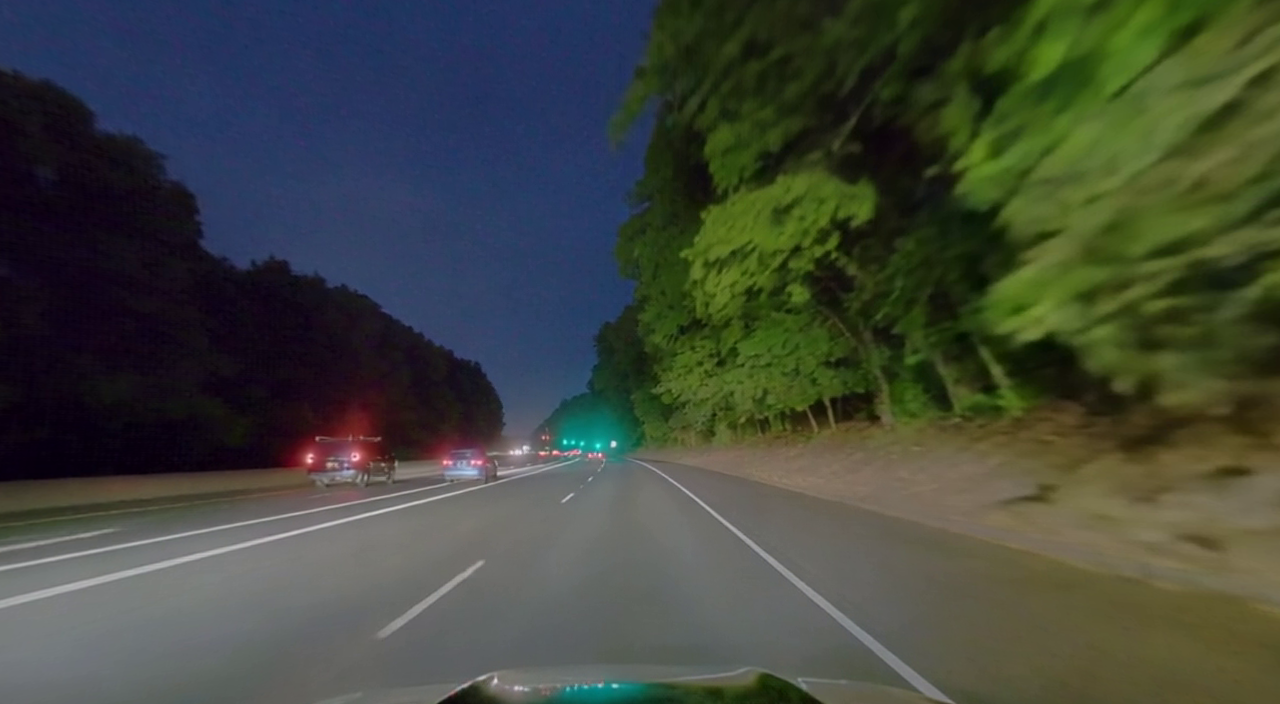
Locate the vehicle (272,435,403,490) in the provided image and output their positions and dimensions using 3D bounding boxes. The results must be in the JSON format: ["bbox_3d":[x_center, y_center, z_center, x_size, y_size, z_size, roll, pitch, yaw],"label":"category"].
[{"bbox_3d":[-11.754,4.350,25.086,2.425,1.926,5.584,0,-9,0],"label":"vehicle"}]

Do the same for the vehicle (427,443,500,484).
[{"bbox_3d":[-7.724,4.916,28.033,2.060,1.680,4.255,0,-9,-1],"label":"vehicle"}]
